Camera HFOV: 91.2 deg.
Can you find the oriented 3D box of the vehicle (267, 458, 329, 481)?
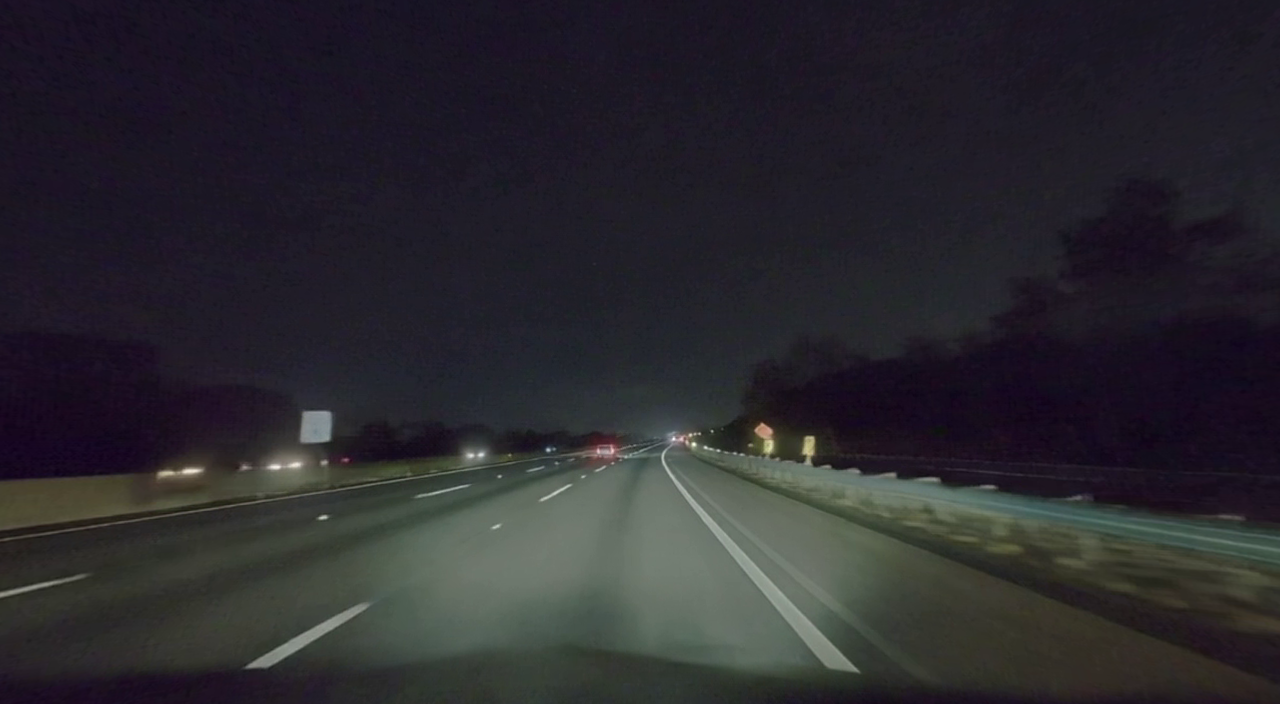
[{"bbox_3d":[-24.460,8.404,44.993,1.847,1.519,4.339,0,-9,1],"label":"vehicle"}]

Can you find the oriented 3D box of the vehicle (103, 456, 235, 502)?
[{"bbox_3d":[-20.135,5.431,27.119,1.966,1.737,4.642,0,-9,1],"label":"vehicle"}]
